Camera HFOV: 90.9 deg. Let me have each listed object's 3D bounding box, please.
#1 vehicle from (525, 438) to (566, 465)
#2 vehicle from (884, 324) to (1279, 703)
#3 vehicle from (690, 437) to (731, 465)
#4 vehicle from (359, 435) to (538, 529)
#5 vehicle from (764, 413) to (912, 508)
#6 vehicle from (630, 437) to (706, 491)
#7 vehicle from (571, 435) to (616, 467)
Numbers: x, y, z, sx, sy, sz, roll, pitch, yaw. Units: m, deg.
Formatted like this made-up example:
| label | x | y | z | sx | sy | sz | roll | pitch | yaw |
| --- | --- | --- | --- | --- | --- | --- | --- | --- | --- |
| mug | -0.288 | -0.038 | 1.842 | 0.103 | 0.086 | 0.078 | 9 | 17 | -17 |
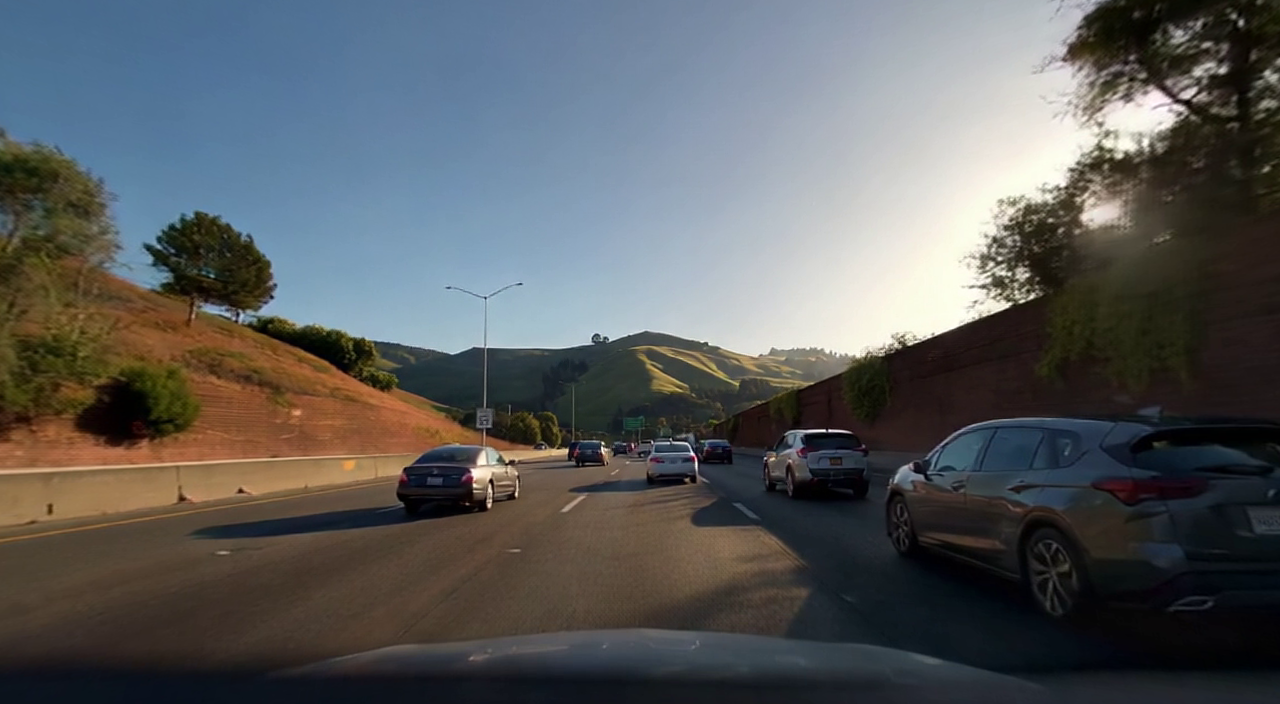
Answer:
| label | x | y | z | sx | sy | sz | roll | pitch | yaw |
| --- | --- | --- | --- | --- | --- | --- | --- | --- | --- |
| vehicle | -6.550 | 6.959 | 44.328 | 2.055 | 1.751 | 4.825 | 0 | -8 | 1 |
| vehicle | 3.767 | 1.083 | 4.960 | 1.930 | 1.831 | 4.344 | 0 | -8 | 0 |
| vehicle | 3.950 | 5.614 | 36.011 | 1.855 | 1.513 | 3.915 | 0 | -8 | -1 |
| vehicle | -3.367 | 2.364 | 12.124 | 1.961 | 1.456 | 4.362 | 0 | -8 | 2 |
| vehicle | 4.375 | 2.481 | 14.829 | 1.970 | 1.872 | 4.575 | 0 | -8 | 0 |
| vehicle | 0.736 | 3.376 | 19.429 | 2.105 | 1.471 | 3.978 | 0 | -8 | -1 |
| vehicle | -2.680 | 5.845 | 37.422 | 2.154 | 1.793 | 4.736 | 0 | -8 | 2 |
